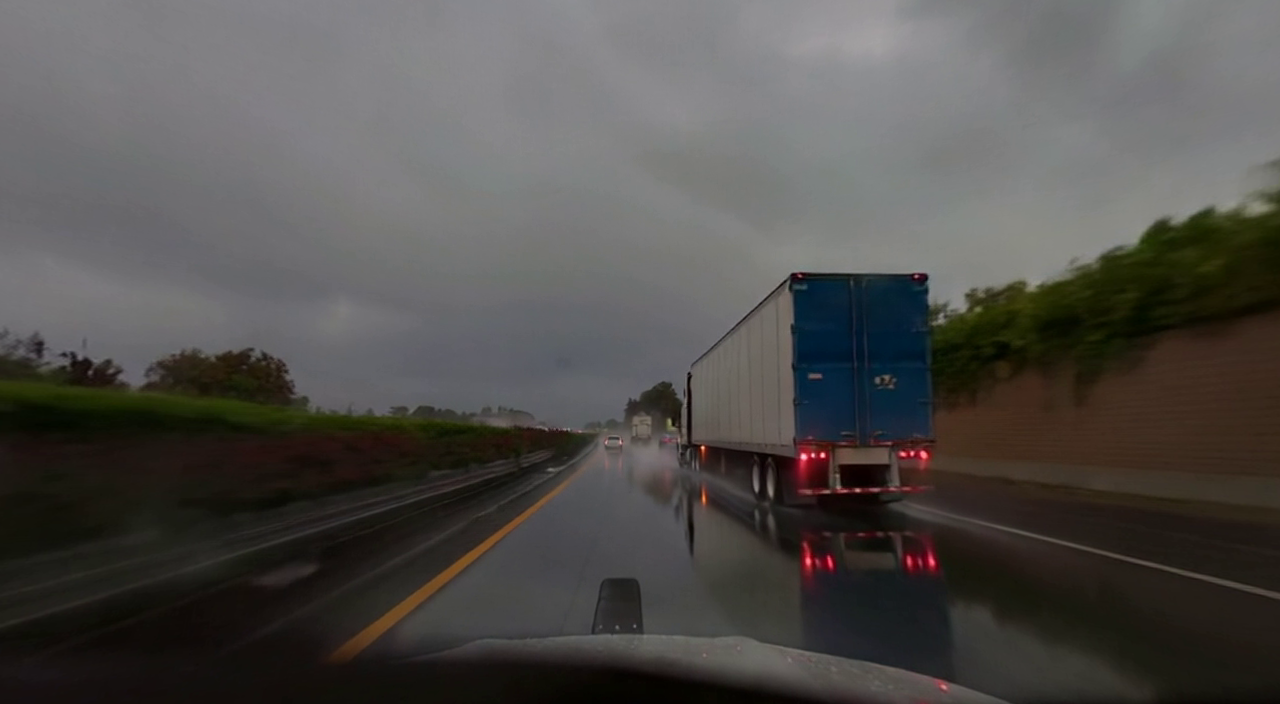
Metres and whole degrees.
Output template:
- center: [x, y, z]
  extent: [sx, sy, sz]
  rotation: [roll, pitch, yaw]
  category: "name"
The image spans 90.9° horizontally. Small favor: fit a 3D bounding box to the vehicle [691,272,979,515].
- center: [3.780, 1.552, 17.603]
  extent: [2.965, 4.033, 14.299]
  rotation: [0, -7, -2]
  category: "vehicle"
